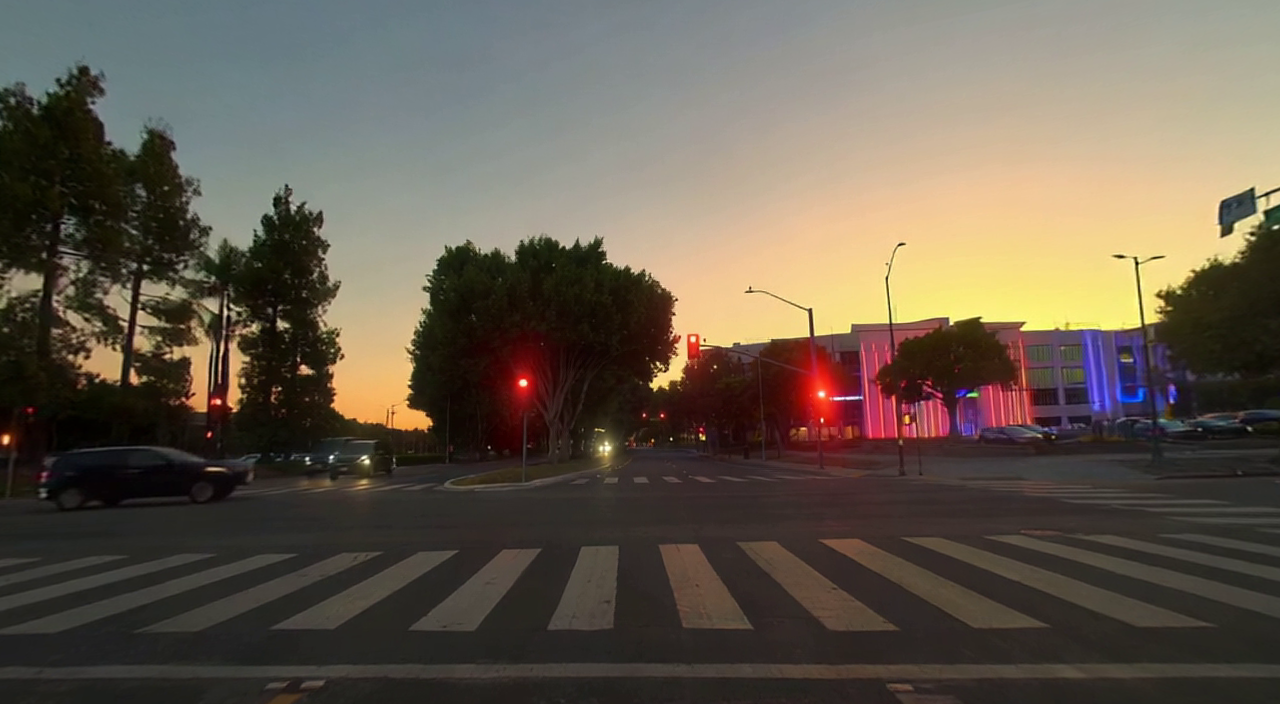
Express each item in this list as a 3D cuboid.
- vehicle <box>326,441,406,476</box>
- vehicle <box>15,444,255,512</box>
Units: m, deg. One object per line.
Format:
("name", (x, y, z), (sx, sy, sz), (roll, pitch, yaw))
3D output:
("vehicle", (-14.859, 5.802, 34.519), (2.169, 1.753, 4.640), (0, -8, 1))
("vehicle", (-13.588, 3.377, 17.390), (4.569, 1.658, 2.153), (2, -9, -18))
